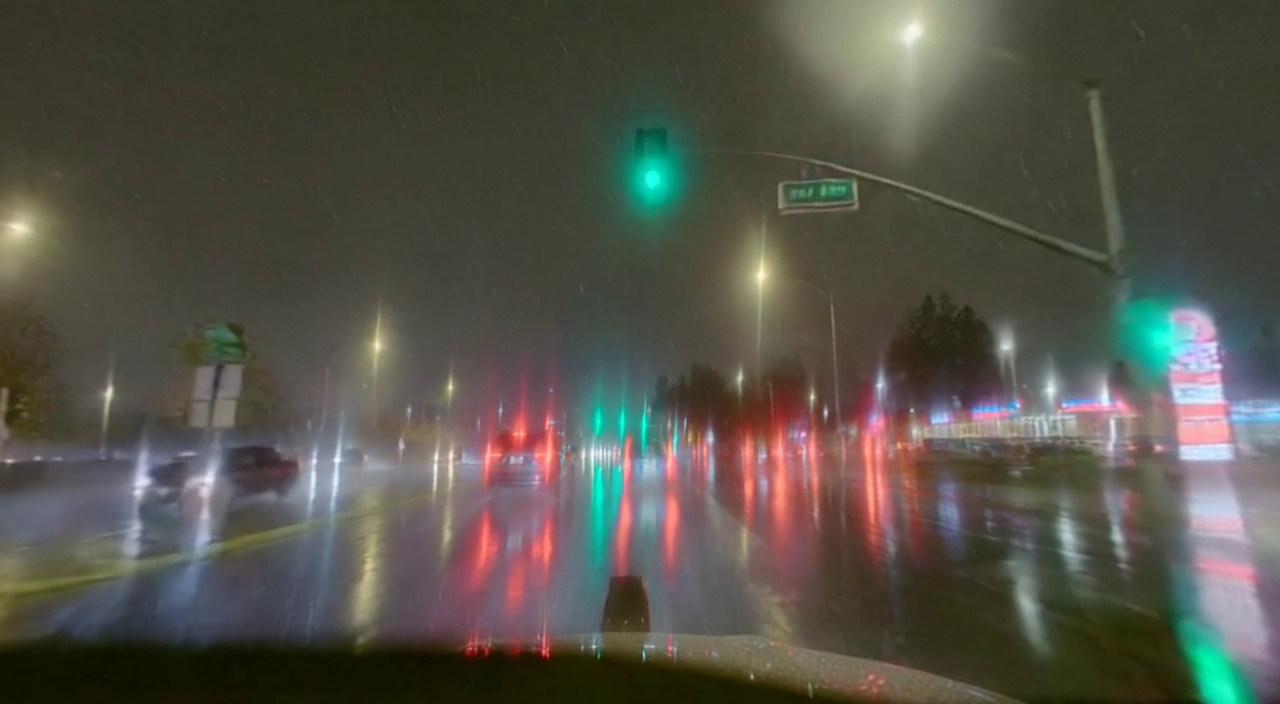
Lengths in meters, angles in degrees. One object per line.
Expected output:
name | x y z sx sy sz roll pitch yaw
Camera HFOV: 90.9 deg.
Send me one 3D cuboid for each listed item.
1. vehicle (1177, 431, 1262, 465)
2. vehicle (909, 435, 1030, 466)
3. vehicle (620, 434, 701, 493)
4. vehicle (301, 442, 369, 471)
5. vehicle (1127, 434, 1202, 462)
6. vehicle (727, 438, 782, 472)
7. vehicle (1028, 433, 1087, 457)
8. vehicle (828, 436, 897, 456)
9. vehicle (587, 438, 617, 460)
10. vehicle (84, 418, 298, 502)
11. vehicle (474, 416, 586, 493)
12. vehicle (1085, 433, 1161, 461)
vehicle | 29.251 4.799 31.777 4.225 1.502 1.915 3 -9 -32
vehicle | 15.613 4.699 30.033 4.756 1.422 1.831 0 -8 -1
vehicle | 0.538 3.152 18.223 2.061 1.494 4.079 0 -8 0
vehicle | -18.677 6.403 38.836 1.945 1.666 4.478 0 -8 -1
vehicle | 28.433 5.187 34.125 3.873 1.429 1.765 5 -9 -30
vehicle | 5.423 4.914 30.422 1.900 1.507 4.151 0 -8 0
vehicle | 28.851 6.403 43.518 3.799 1.541 1.747 5 -10 -30
vehicle | 16.358 6.938 46.532 4.323 1.496 1.937 0 -8 -1
vehicle | -2.782 7.173 46.647 1.902 1.522 3.523 0 -8 2
vehicle | -11.758 2.869 17.108 2.165 1.926 4.899 0 -8 0
vehicle | -3.011 2.974 18.626 2.289 1.935 5.227 0 -8 1
vehicle | 28.482 5.583 37.148 4.207 1.443 1.889 3 -9 -29
